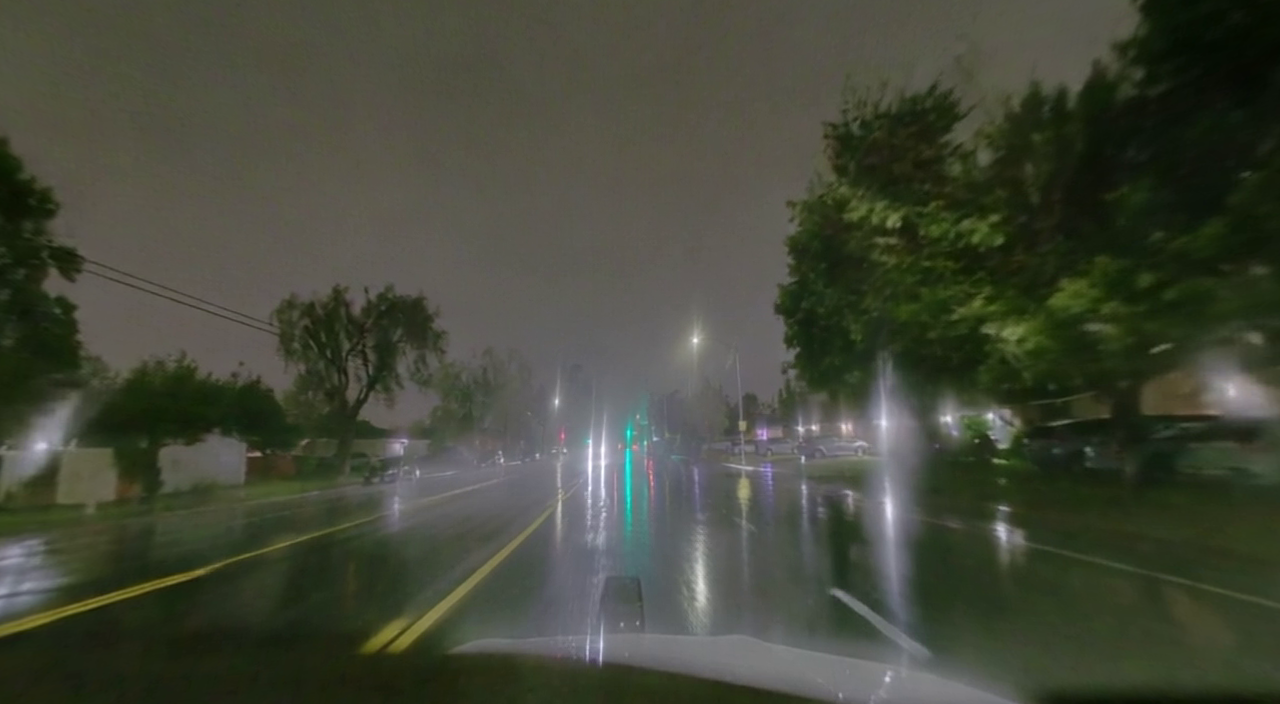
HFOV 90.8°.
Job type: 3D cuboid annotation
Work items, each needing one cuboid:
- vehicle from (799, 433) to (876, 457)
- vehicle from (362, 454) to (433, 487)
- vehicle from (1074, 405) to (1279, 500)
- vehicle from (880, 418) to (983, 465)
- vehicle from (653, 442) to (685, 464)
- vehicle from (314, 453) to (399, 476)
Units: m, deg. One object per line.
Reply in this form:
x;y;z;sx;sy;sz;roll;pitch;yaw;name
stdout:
12.426;5.882;39.907;4.237;1.476;1.743;0;-8;0;vehicle
-11.937;5.829;31.428;1.851;1.459;4.295;0;-8;-1;vehicle
10.854;1.881;12.042;1.847;1.455;4.650;0;-8;0;vehicle
11.714;3.678;25.822;2.044;1.716;4.637;-1;-8;1;vehicle
2.151;7.640;47.749;1.983;1.557;4.078;0;-8;-3;vehicle
-19.761;7.826;44.181;4.909;1.495;2.211;0;-8;-5;vehicle
